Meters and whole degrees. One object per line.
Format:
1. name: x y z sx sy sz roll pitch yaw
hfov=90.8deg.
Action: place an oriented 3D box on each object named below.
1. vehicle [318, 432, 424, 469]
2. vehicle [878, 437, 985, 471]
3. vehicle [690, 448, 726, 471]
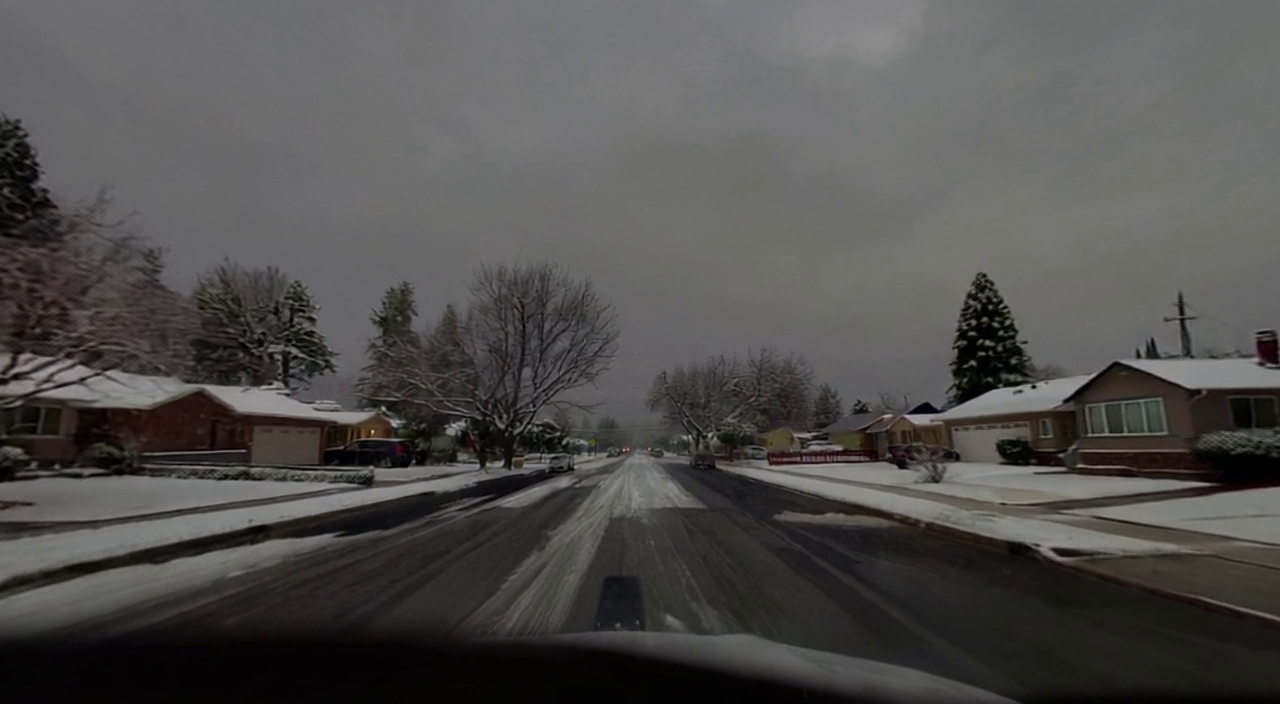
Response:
1. vehicle: -15.257 5.661 35.972 5.003 1.805 2.041 10 -13 -37
2. vehicle: 14.280 4.964 31.001 4.391 1.555 1.953 1 -7 -12
3. vehicle: 4.692 7.479 44.134 1.893 1.454 4.219 0 -9 -1
